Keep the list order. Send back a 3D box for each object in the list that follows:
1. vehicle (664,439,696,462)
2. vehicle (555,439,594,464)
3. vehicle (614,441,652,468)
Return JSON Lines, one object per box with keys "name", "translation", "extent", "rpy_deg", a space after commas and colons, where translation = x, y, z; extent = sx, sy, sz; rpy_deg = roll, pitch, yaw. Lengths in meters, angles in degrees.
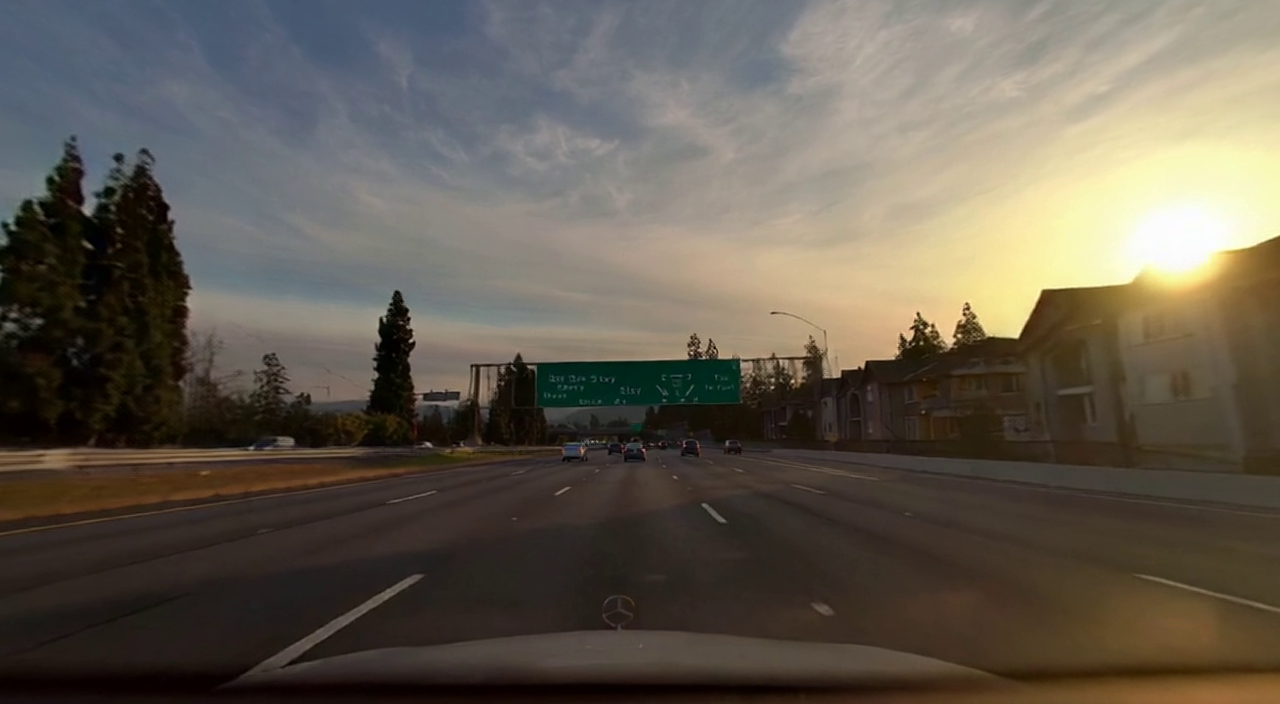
{"name": "vehicle", "translation": [3.023, 7.514, 48.341], "extent": [2.084, 1.624, 3.935], "rpy_deg": [0, -8, -1]}
{"name": "vehicle", "translation": [-4.629, 7.107, 45.276], "extent": [2.260, 1.706, 4.177], "rpy_deg": [0, -8, 0]}
{"name": "vehicle", "translation": [-0.434, 6.193, 38.370], "extent": [2.146, 1.485, 4.332], "rpy_deg": [0, -8, -1]}
